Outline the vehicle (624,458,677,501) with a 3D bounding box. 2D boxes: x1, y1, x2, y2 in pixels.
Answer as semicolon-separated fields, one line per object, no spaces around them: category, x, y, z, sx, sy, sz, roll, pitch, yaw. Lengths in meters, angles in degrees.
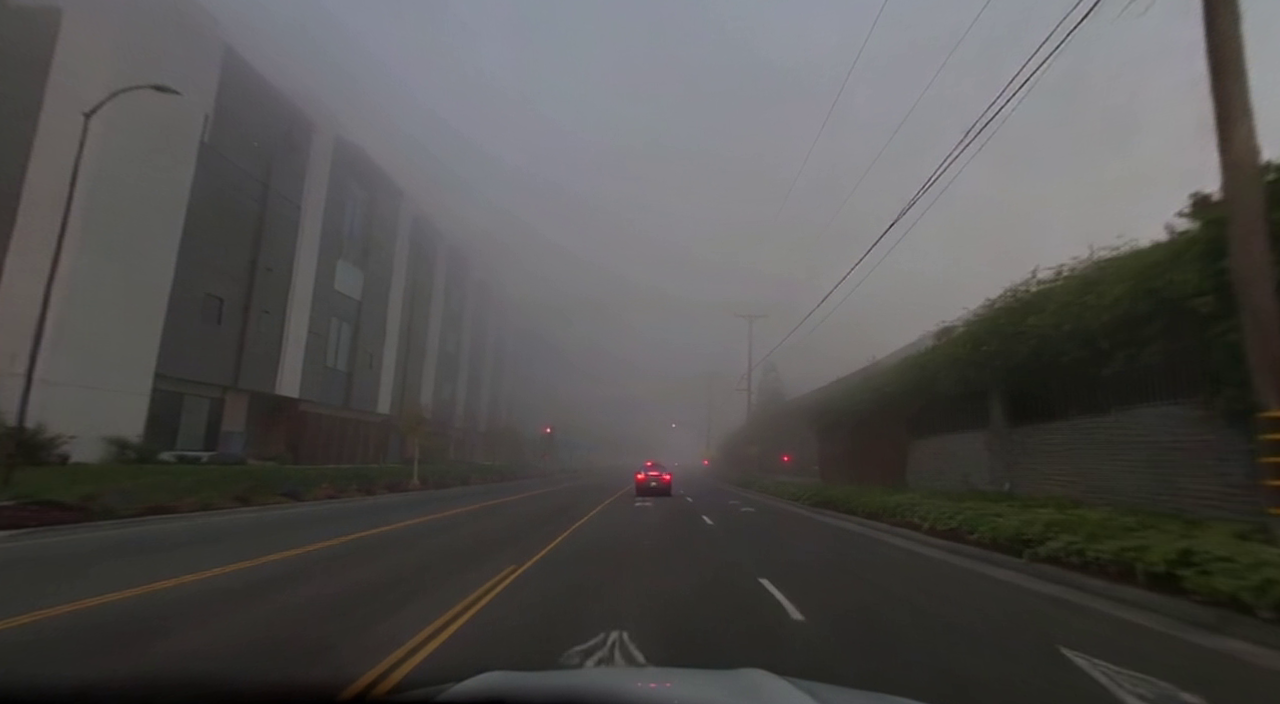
vehicle;0.490;5.404;26.781;2.067;1.629;3.858;0;-11;2
